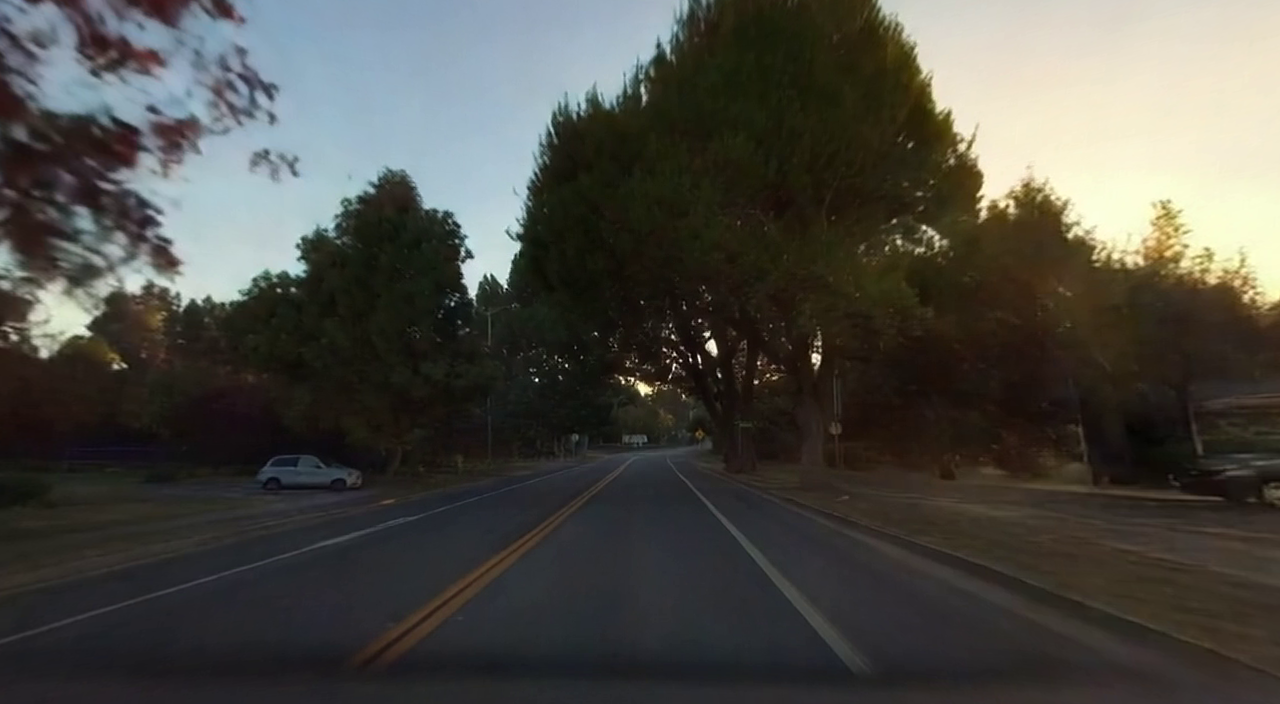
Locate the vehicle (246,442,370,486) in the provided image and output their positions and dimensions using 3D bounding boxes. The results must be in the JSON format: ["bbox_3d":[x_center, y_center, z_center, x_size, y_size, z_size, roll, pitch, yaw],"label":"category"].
[{"bbox_3d":[-13.842,4.639,26.364,4.310,1.723,1.915,-2,-9,15],"label":"vehicle"}]
